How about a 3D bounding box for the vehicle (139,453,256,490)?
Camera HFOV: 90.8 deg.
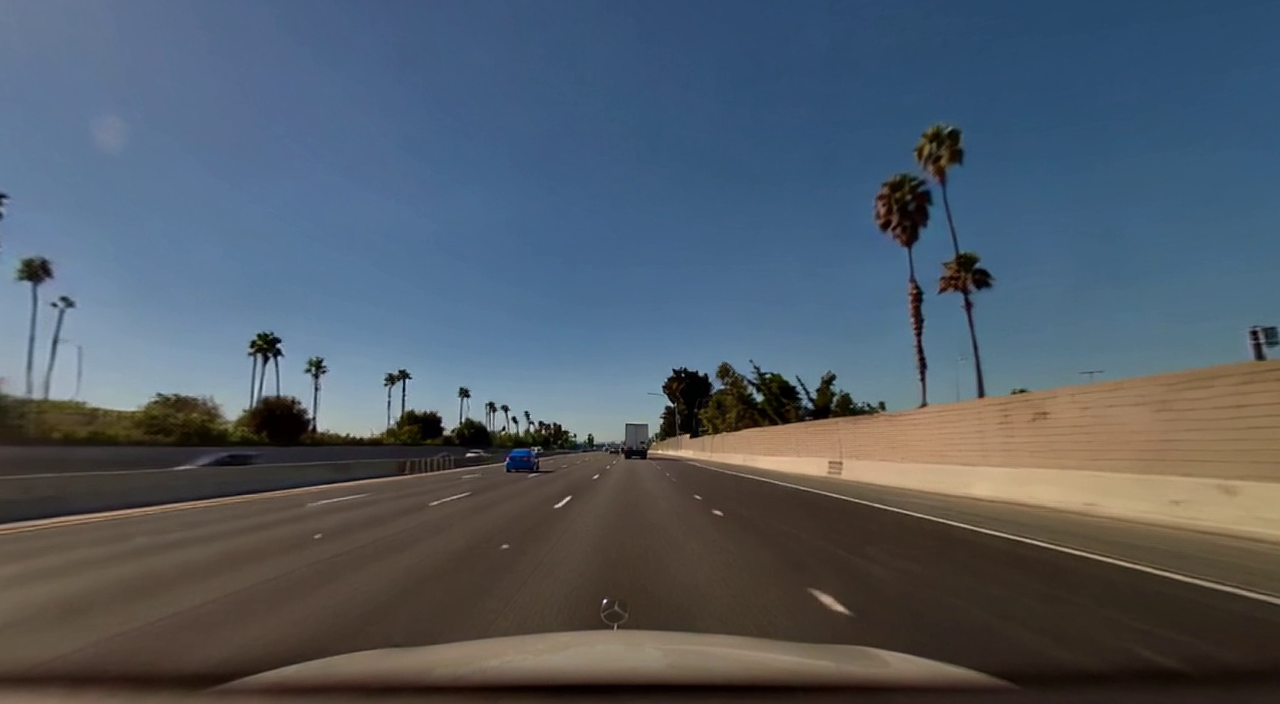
[{"bbox_3d":[-20.095,5.420,29.005,1.963,1.481,4.748,0,-9,0],"label":"vehicle"}]
